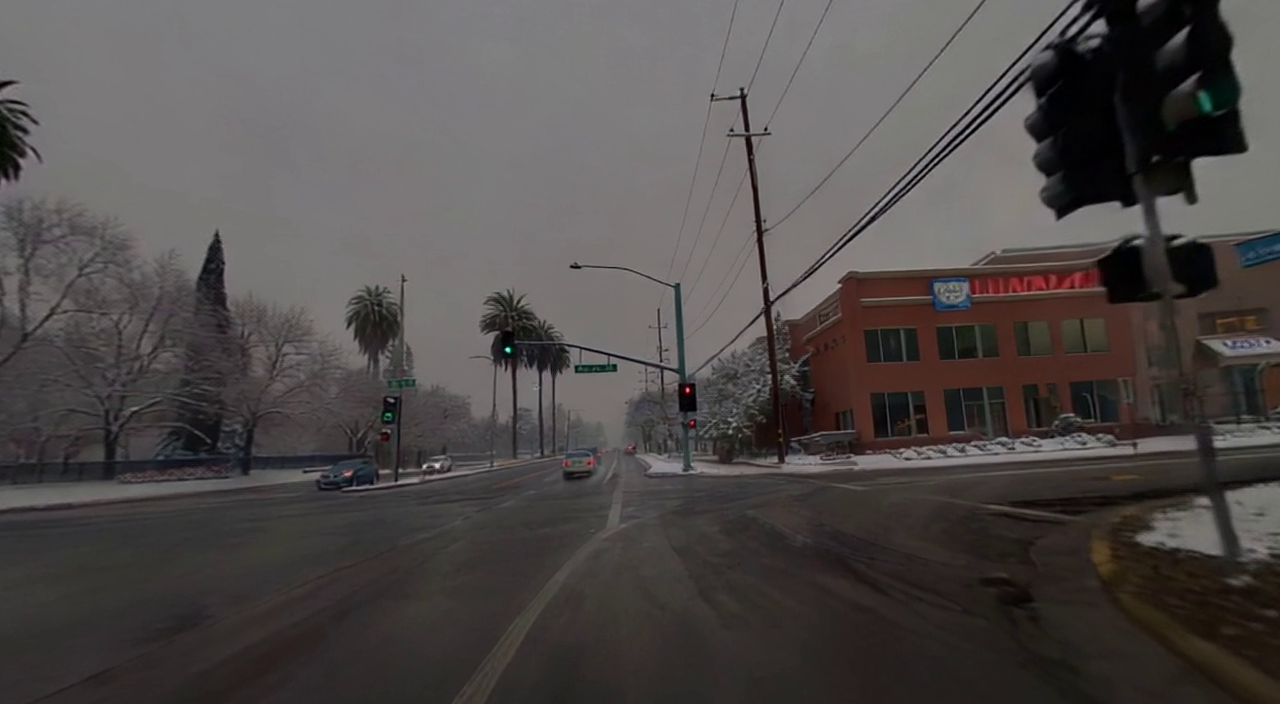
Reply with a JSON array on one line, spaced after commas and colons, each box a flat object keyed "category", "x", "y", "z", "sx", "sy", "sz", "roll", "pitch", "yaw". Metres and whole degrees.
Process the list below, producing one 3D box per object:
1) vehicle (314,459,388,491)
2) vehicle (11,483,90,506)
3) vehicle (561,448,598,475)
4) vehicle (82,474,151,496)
[{"category": "vehicle", "x": -15.613, "y": 6.645, "z": 34.410, "sx": 1.997, "sy": 1.480, "sz": 4.715, "roll": 0, "pitch": -9, "yaw": -3}, {"category": "vehicle", "x": -41.629, "y": 10.064, "z": 44.664, "sx": 3.543, "sy": 1.445, "sz": 1.912, "roll": 0, "pitch": -9, "yaw": -3}, {"category": "vehicle", "x": -3.558, "y": 6.484, "z": 37.730, "sx": 2.063, "sy": 1.474, "sz": 4.334, "roll": 0, "pitch": -9, "yaw": -4}, {"category": "vehicle", "x": -41.349, "y": 10.510, "z": 49.949, "sx": 3.829, "sy": 1.510, "sz": 1.790, "roll": 0, "pitch": -9, "yaw": -3}]
